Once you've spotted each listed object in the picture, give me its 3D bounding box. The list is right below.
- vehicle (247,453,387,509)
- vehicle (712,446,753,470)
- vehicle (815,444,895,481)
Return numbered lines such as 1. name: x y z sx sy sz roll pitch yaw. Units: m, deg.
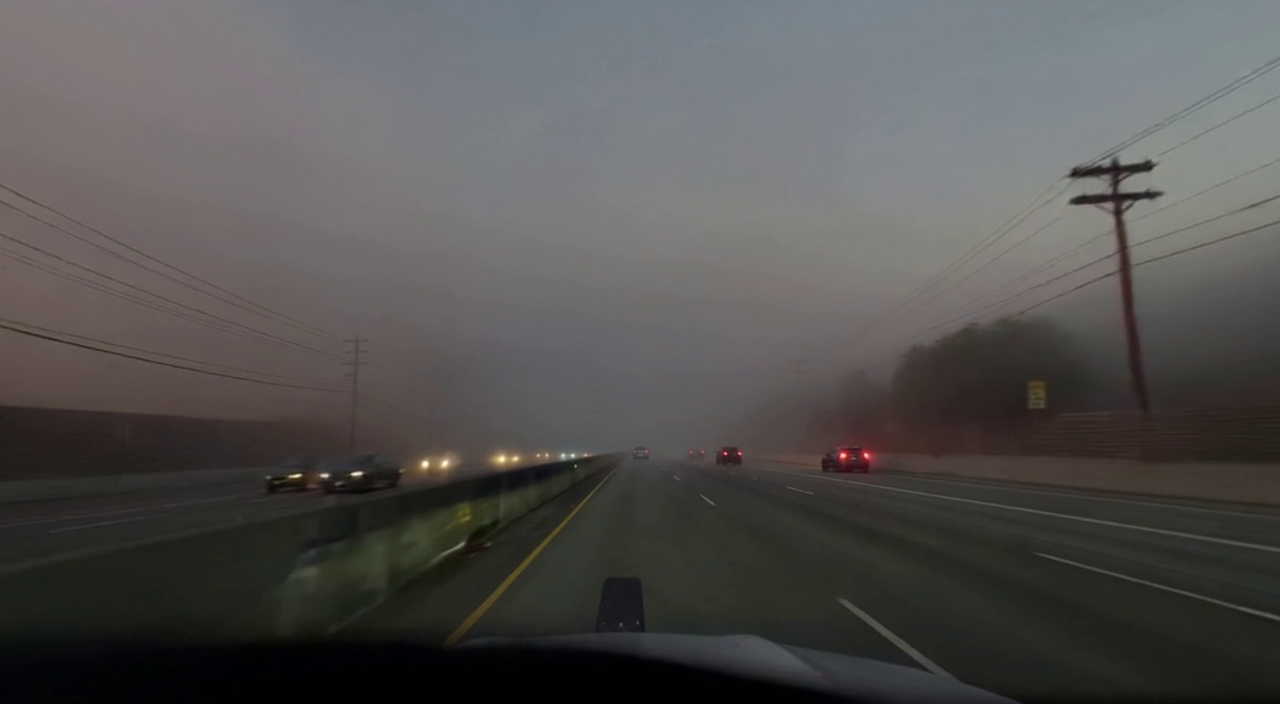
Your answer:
1. vehicle: -9.971 3.970 19.987 1.989 1.498 4.593 0 -9 0
2. vehicle: 6.437 7.386 44.252 2.069 1.520 4.614 0 -9 -1
3. vehicle: 9.654 4.978 28.785 1.969 1.506 4.422 0 -9 -1
